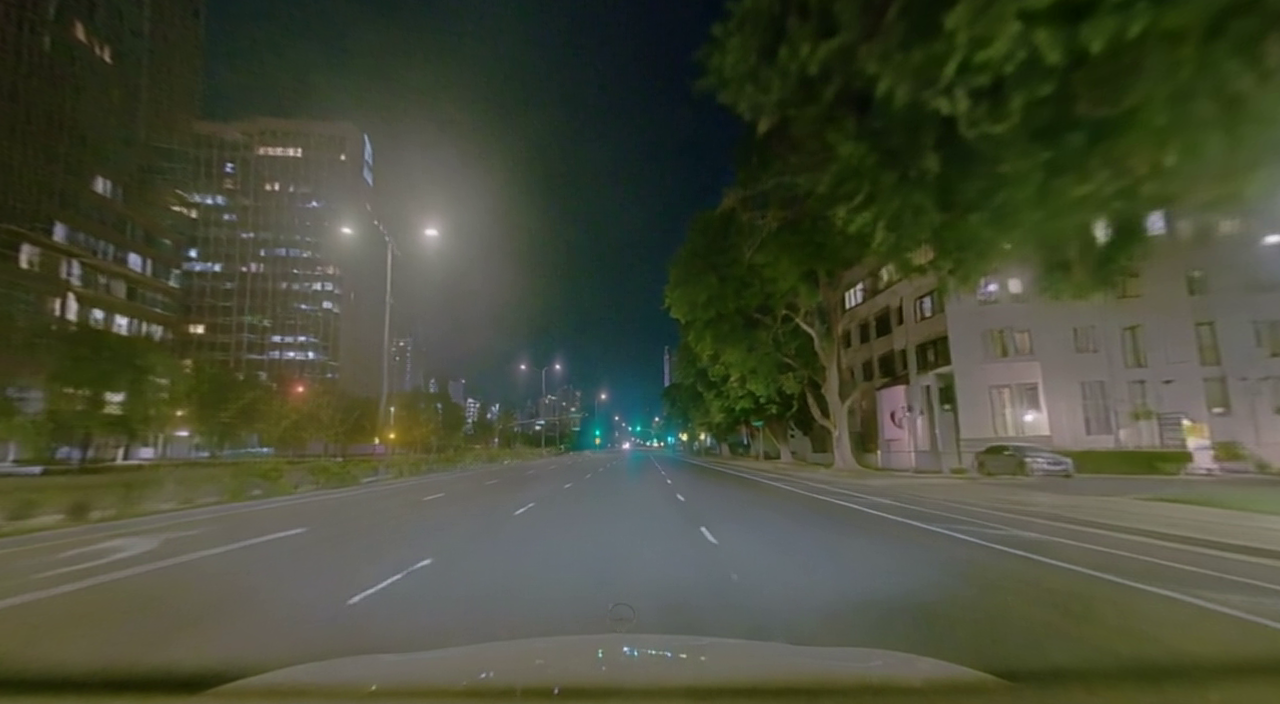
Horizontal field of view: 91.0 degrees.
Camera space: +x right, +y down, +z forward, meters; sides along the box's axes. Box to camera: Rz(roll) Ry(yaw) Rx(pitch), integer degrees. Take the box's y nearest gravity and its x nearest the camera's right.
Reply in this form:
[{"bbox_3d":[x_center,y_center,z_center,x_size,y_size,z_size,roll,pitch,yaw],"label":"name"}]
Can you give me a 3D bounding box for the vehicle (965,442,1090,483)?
[{"bbox_3d":[15.415,4.391,25.411,1.931,1.475,4.671,0,-9,-3],"label":"vehicle"}]
